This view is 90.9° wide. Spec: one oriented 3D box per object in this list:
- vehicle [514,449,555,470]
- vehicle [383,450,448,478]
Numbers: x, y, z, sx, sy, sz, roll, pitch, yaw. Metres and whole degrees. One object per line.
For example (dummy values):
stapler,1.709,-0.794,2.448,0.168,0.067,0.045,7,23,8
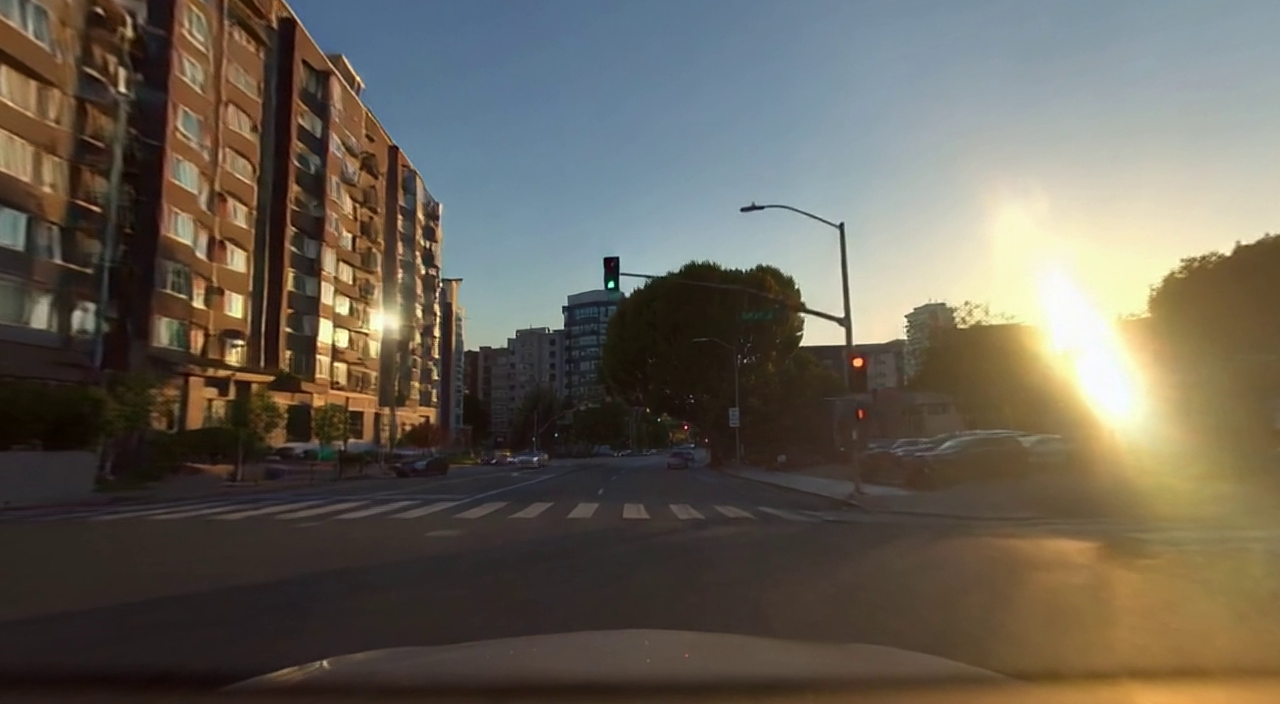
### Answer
vehicle,-7.926,8.107,47.758,1.939,1.482,4.673,-1,-9,5
vehicle,-12.900,6.449,36.531,1.965,1.474,4.376,-1,-9,4
